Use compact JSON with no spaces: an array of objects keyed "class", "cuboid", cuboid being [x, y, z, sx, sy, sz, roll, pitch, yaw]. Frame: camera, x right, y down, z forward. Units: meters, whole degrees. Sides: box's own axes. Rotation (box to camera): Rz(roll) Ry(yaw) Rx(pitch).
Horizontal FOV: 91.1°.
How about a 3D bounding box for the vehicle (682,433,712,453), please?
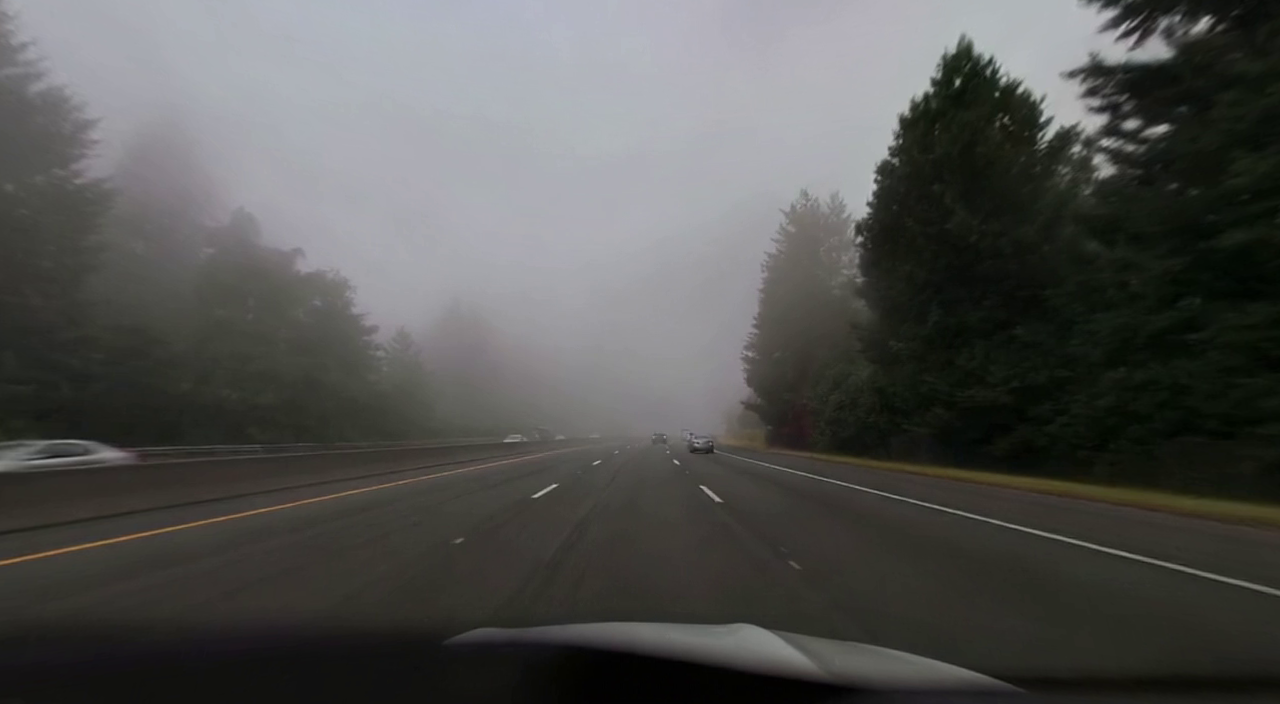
[{"class":"vehicle","cuboid":[4.335,7.008,48.561,1.982,1.452,4.294,0,-8,1]}]
